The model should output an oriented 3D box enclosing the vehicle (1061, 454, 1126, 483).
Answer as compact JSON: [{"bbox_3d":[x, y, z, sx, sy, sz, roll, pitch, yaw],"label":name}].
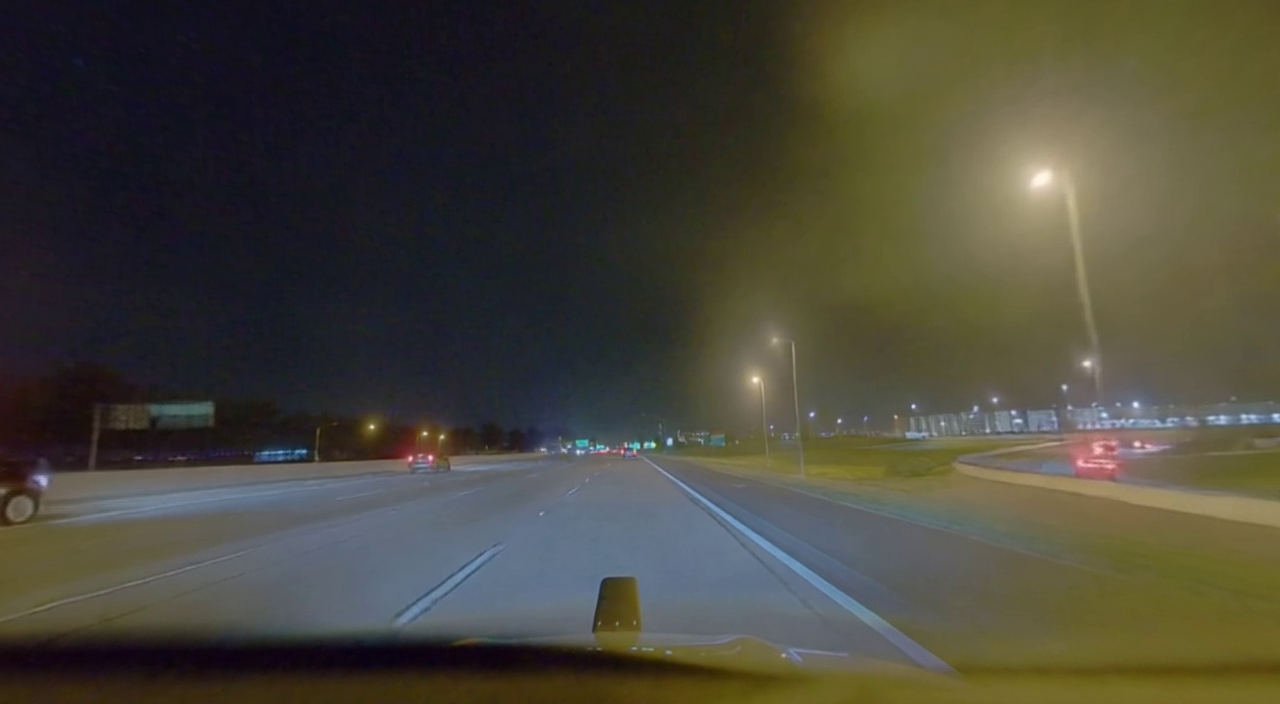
[{"bbox_3d":[29.485,7.558,41.258,2.356,1.643,4.254,-3,-9,21],"label":"vehicle"}]

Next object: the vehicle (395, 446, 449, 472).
[{"bbox_3d":[-14.579,7.154,42.559,2.057,1.619,4.443,0,-9,0],"label":"vehicle"}]
